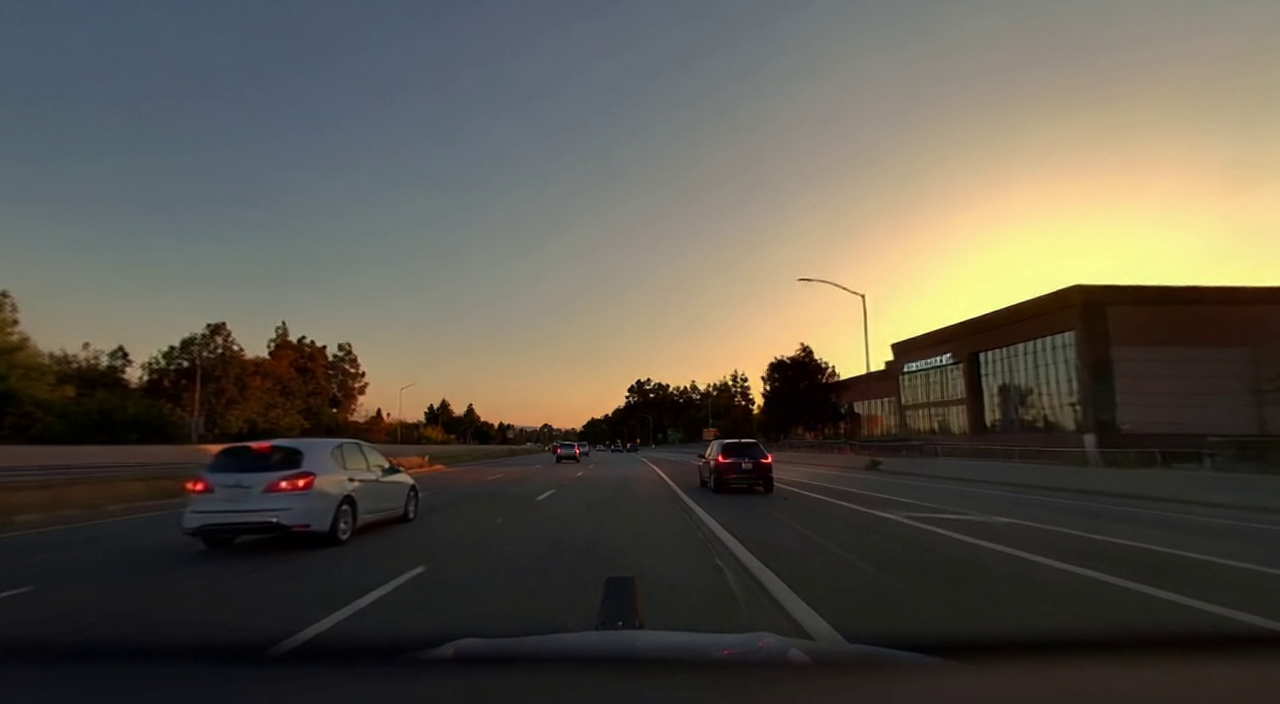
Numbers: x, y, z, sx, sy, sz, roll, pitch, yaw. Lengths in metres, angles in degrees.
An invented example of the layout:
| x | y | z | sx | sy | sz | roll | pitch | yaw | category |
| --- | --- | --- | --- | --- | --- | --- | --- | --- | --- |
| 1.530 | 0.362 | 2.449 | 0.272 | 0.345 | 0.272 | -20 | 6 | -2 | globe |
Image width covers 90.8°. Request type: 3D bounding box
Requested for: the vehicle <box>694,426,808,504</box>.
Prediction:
| x | y | z | sx | sy | sz | roll | pitch | yaw | category |
| --- | --- | --- | --- | --- | --- | --- | --- | --- | --- |
| 2.620 | 2.786 | 16.025 | 1.997 | 1.686 | 4.247 | 0 | -8 | -2 | vehicle |

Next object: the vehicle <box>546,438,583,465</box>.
| x | y | z | sx | sy | sz | roll | pitch | yaw | category |
| --- | --- | --- | --- | --- | --- | --- | --- | --- | --- |
| -5.288 | 7.014 | 44.750 | 2.160 | 1.794 | 4.646 | 0 | -8 | -2 | vehicle |

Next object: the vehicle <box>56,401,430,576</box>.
| x | y | z | sx | sy | sz | roll | pitch | yaw | category |
| --- | --- | --- | --- | --- | --- | --- | --- | --- | --- |
| -4.866 | 1.740 | 8.913 | 2.176 | 1.779 | 4.755 | 0 | -8 | 0 | vehicle |
